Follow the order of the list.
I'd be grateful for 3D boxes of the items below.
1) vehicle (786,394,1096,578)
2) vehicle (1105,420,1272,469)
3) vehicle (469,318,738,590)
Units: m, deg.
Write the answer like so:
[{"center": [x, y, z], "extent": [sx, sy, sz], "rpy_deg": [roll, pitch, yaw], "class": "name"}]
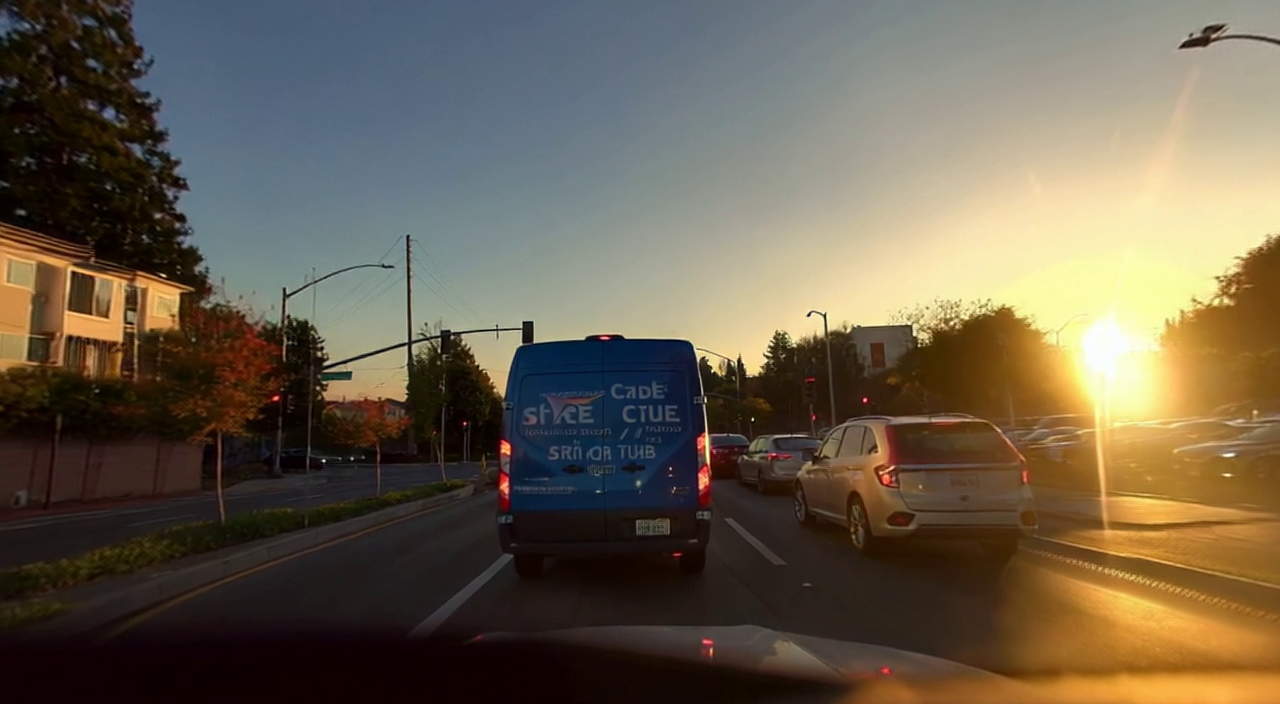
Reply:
[{"center": [3.428, 1.617, 8.332], "extent": [1.965, 1.771, 4.295], "rpy_deg": [0, -8, 0], "class": "vehicle"}, {"center": [17.219, 2.916, 19.927], "extent": [3.491, 1.443, 1.837], "rpy_deg": [0, -8, 0], "class": "vehicle"}, {"center": [-0.299, 1.272, 8.310], "extent": [2.422, 2.488, 4.992], "rpy_deg": [0, -8, 1], "class": "vehicle"}]
